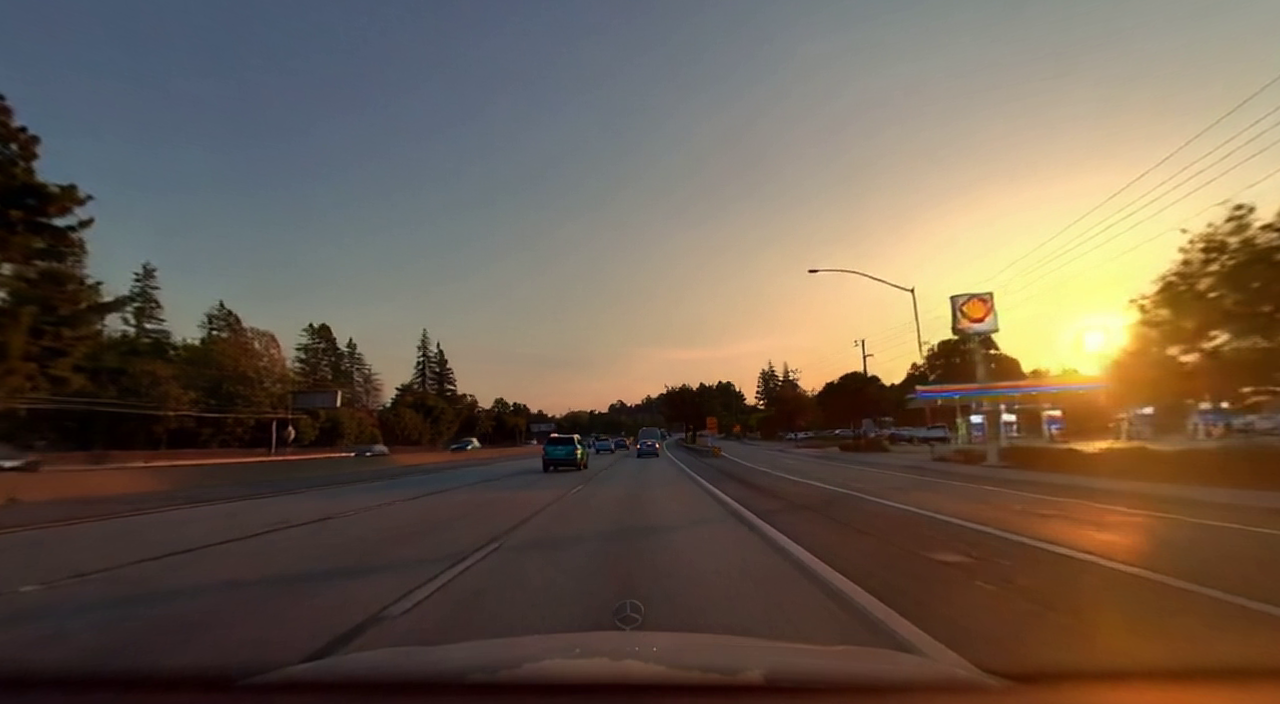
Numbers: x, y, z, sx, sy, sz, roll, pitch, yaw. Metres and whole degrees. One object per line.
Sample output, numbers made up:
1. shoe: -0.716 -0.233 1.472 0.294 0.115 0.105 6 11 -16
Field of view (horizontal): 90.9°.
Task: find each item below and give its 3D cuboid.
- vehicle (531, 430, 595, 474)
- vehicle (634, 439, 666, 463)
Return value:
1. vehicle: -3.479 4.675 29.618 2.273 1.884 4.515 0 -9 2
2. vehicle: 0.597 6.515 41.577 1.982 1.524 3.800 0 -9 -1
